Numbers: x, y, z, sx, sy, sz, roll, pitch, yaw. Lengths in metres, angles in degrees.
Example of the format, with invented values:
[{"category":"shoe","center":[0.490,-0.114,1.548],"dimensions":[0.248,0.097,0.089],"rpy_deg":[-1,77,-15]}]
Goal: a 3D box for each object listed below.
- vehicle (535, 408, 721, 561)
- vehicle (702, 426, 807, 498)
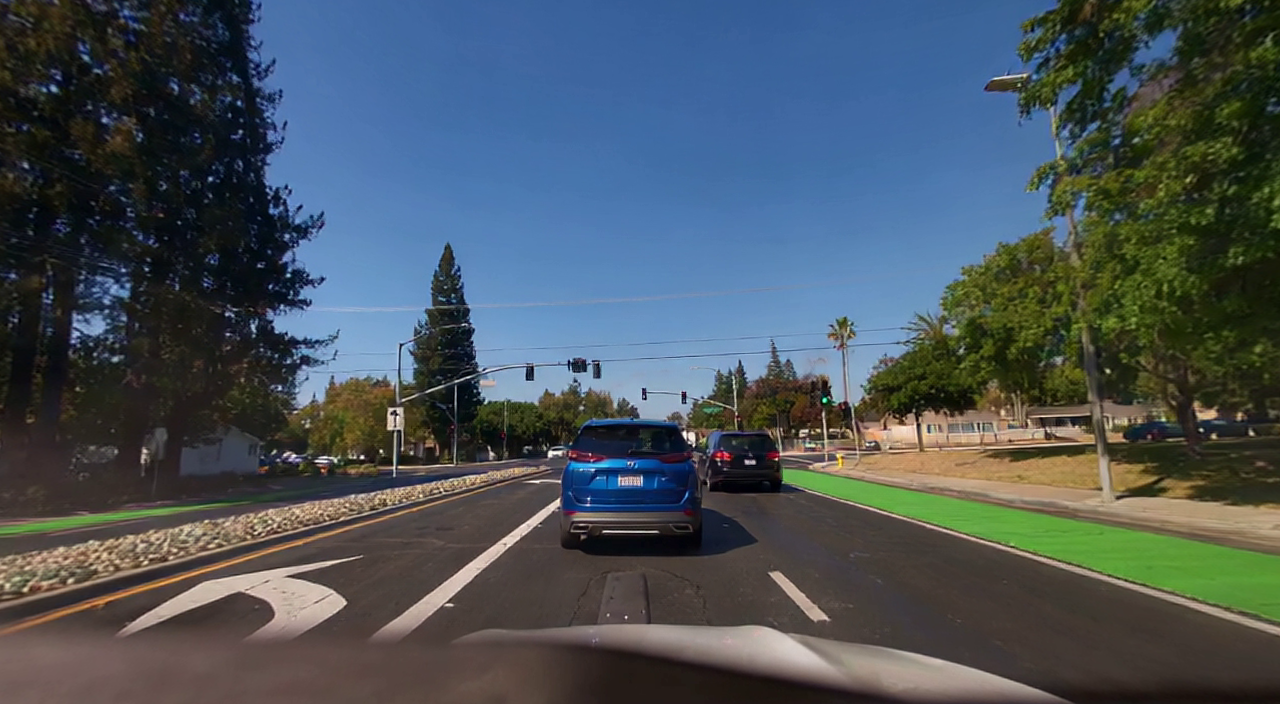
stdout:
[{"category":"vehicle","center":[-0.126,1.802,9.226],"dimensions":[2.109,1.730,3.963],"rpy_deg":[0,-8,0]},{"category":"vehicle","center":[3.161,3.167,18.469],"dimensions":[2.189,1.815,4.495],"rpy_deg":[0,-8,-1]}]
